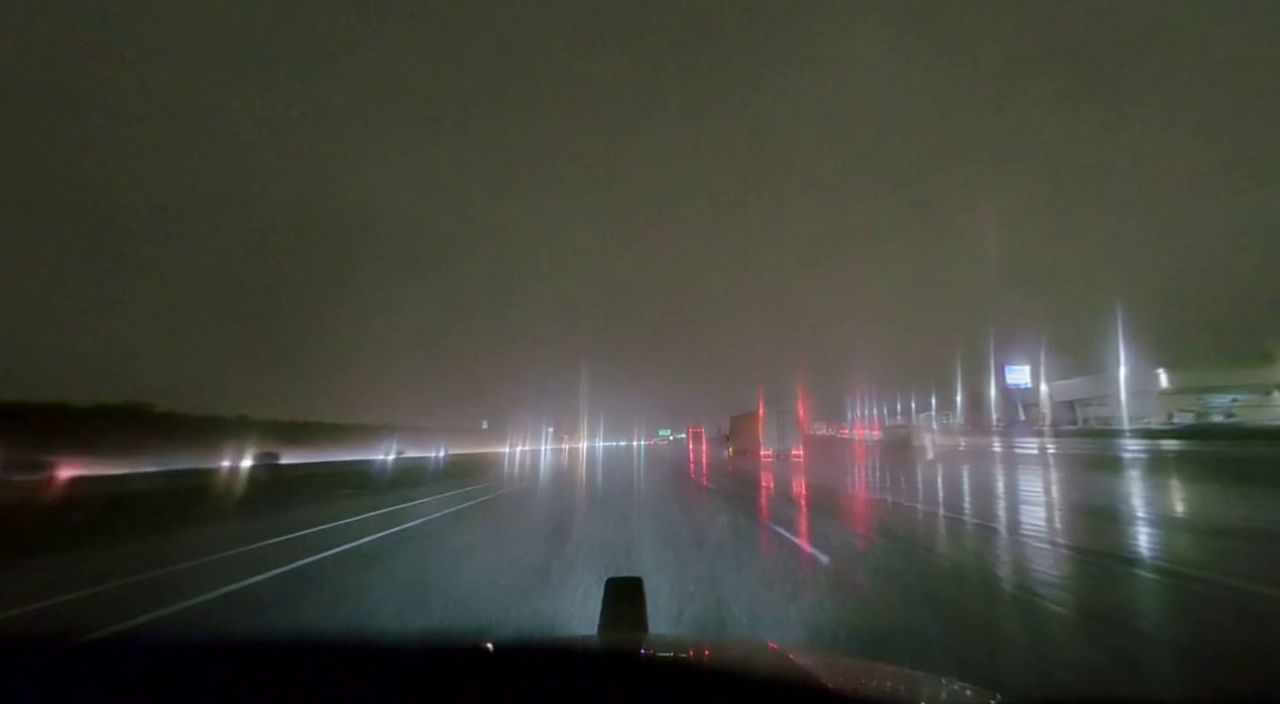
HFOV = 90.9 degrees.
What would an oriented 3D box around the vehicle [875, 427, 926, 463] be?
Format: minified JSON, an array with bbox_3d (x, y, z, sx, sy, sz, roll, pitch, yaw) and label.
[{"bbox_3d":[20.412,7.314,49.608,2.233,2.695,3.871,0,-8,-2],"label":"vehicle"}]

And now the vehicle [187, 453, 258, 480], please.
[{"bbox_3d":[-27.961,7.638,42.367,1.868,1.609,4.177,0,-8,0],"label":"vehicle"}]
